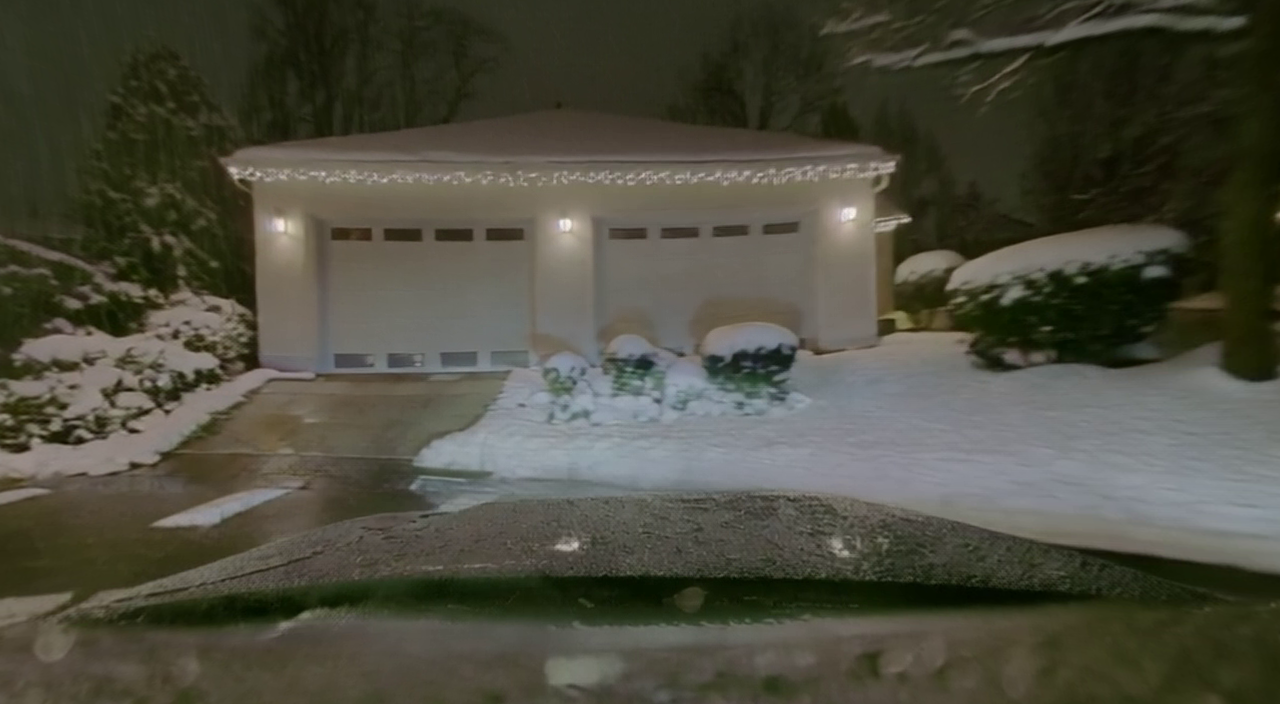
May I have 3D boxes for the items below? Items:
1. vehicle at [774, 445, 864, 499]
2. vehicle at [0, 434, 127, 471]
[{"bbox_3d":[5.507,3.760,20.049,1.860,1.477,4.629,-1,-10,5],"label":"vehicle"},{"bbox_3d":[-28.549,5.054,31.363,2.019,1.697,4.310,0,-11,6],"label":"vehicle"}]
